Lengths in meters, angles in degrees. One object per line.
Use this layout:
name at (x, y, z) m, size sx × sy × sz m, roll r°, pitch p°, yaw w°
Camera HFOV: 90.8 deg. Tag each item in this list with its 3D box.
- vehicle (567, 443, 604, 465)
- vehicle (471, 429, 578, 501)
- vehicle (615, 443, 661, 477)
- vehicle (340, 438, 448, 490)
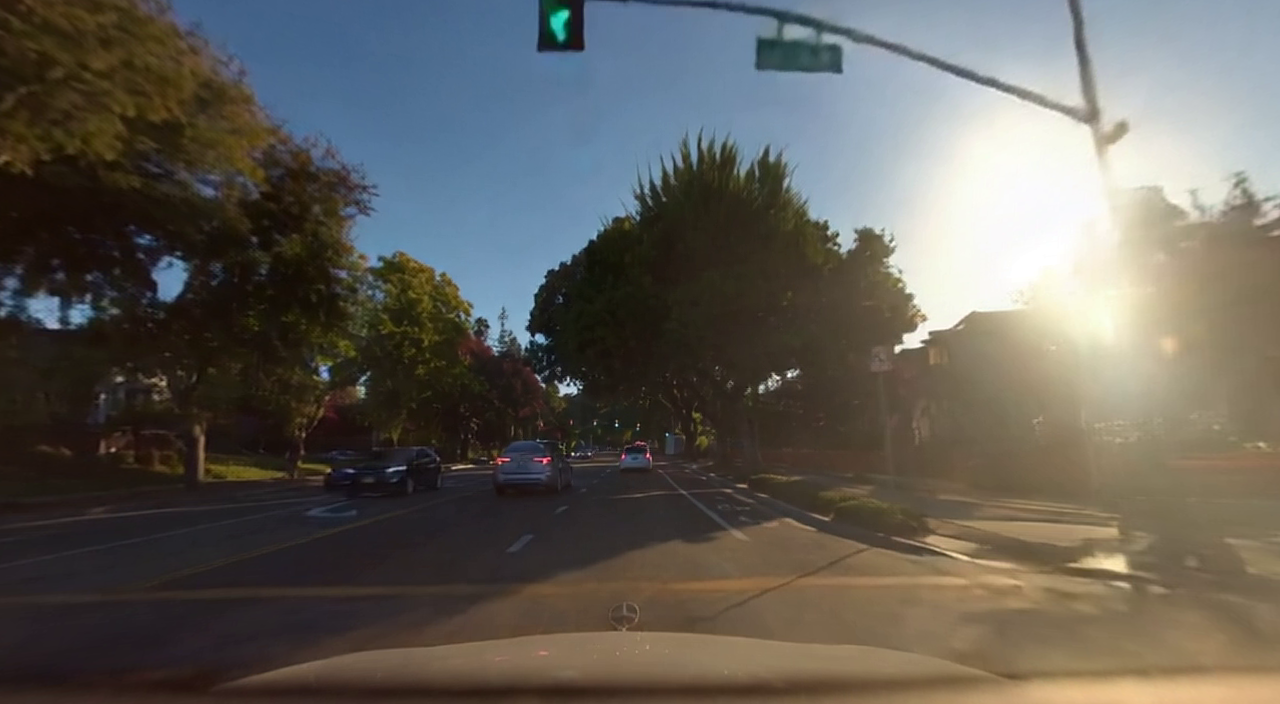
vehicle at (-3.893, 7.356, 45.671) m, size 2.268 × 1.522 × 4.350 m, roll 0°, pitch -8°, yaw 0°
vehicle at (-3.114, 3.158, 18.065) m, size 2.157 × 1.771 × 4.452 m, roll 0°, pitch -8°, yaw 1°
vehicle at (-0.101, 5.205, 30.750) m, size 2.062 × 1.518 × 3.901 m, roll 0°, pitch -8°, yaw 0°
vehicle at (-9.014, 4.126, 23.653) m, size 2.149 × 1.662 × 4.600 m, roll -2°, pitch -8°, yaw 1°
